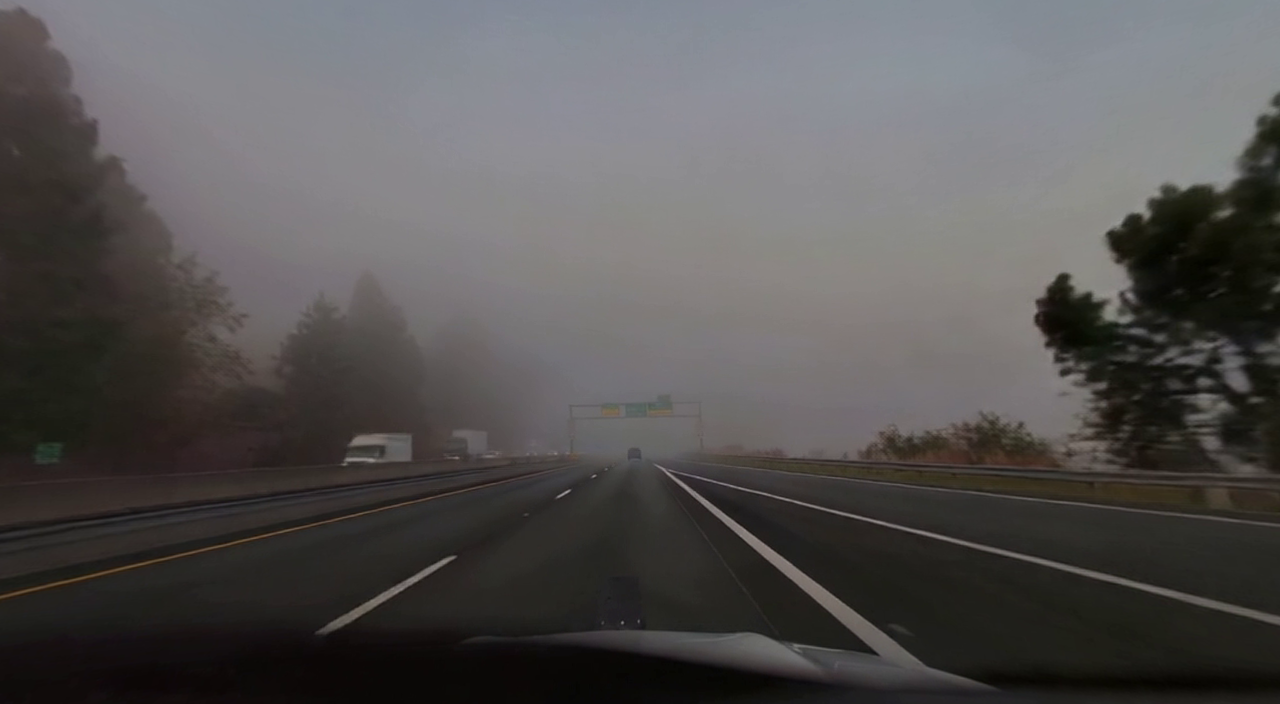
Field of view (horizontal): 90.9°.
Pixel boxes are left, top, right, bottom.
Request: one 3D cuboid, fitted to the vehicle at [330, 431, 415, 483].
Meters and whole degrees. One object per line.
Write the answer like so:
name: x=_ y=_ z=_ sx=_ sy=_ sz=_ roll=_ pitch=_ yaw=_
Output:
vehicle: x=-15.043 y=5.966 z=35.925 sx=2.308 sy=2.671 sz=5.819 roll=0 pitch=-9 yaw=-1
